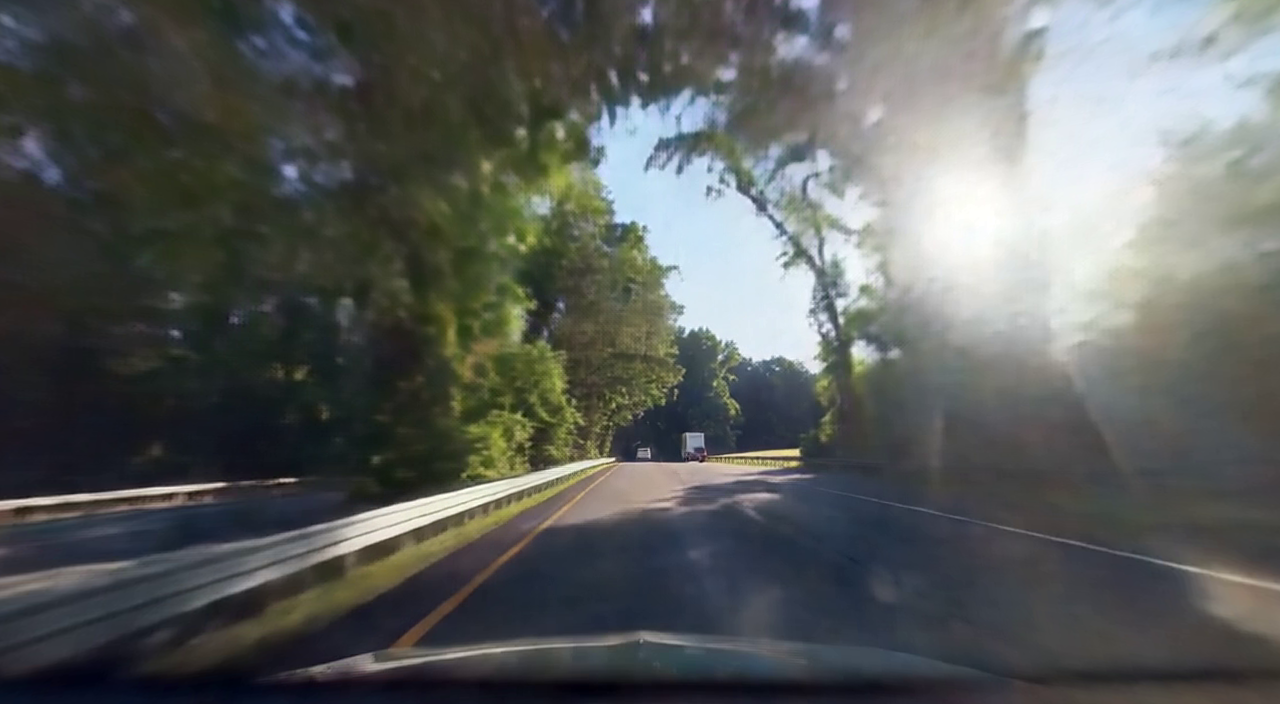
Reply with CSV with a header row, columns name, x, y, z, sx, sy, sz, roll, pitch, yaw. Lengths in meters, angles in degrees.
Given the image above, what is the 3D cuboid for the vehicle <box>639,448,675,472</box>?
name,x,y,z,sx,sy,sz,roll,pitch,yaw
vehicle,1.076,7.010,41.026,2.162,1.492,3.975,0,-9,-1

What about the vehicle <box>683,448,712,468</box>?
name,x,y,z,sx,sy,sz,roll,pitch,yaw
vehicle,4.437,8.264,49.100,1.846,1.485,3.679,0,-9,-1
